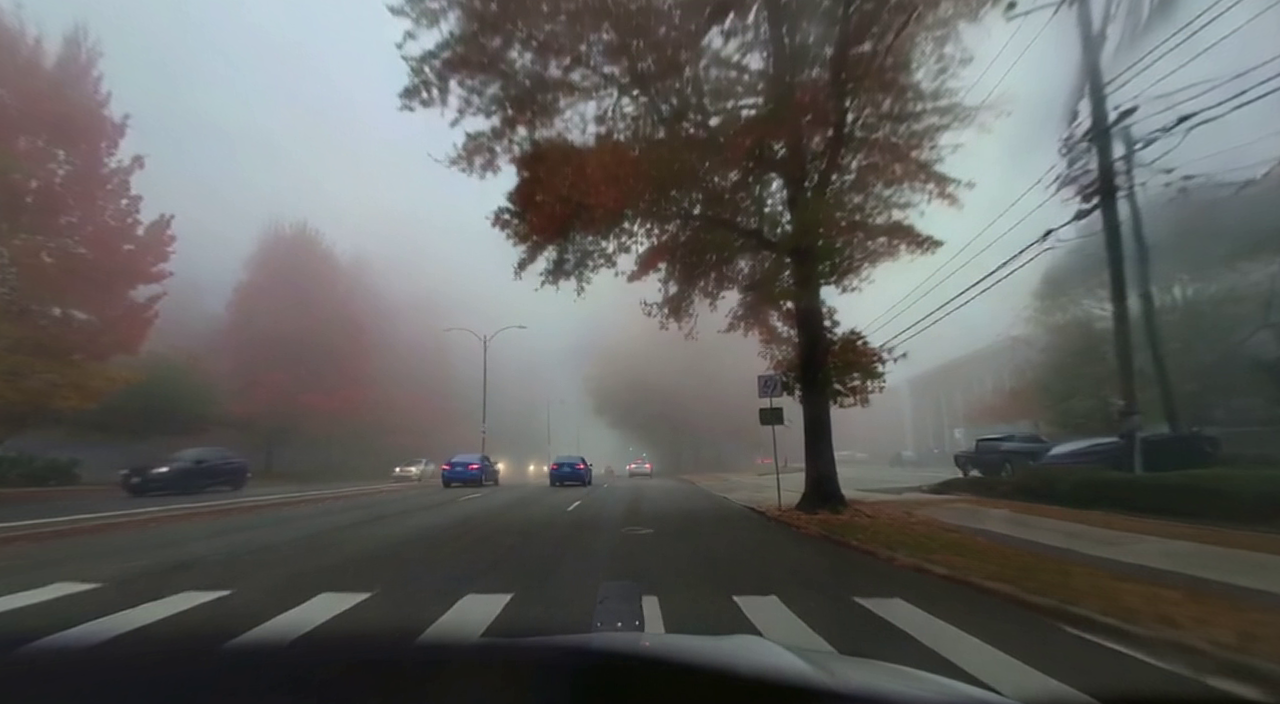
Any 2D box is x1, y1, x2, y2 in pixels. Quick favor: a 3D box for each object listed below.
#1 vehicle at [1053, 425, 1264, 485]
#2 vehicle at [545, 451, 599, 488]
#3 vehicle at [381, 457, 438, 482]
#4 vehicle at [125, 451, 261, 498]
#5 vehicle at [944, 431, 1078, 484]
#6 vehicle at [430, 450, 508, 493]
[{"bbox_3d":[14.519,2.930,18.003,1.826,1.474,4.254,3,-9,-17],"label":"vehicle"},{"bbox_3d":[-3.298,5.821,31.519,2.085,1.663,4.513,0,-9,1],"label":"vehicle"},{"bbox_3d":[-15.676,7.998,43.115,1.969,1.503,4.797,0,-9,1],"label":"vehicle"},{"bbox_3d":[-15.825,4.324,22.595,1.843,1.520,3.995,0,-9,1],"label":"vehicle"},{"bbox_3d":[13.187,3.715,22.720,1.862,1.559,3.959,-4,-6,-11],"label":"vehicle"},{"bbox_3d":[-6.996,4.909,26.257,1.932,1.596,4.247,0,-9,1],"label":"vehicle"}]
